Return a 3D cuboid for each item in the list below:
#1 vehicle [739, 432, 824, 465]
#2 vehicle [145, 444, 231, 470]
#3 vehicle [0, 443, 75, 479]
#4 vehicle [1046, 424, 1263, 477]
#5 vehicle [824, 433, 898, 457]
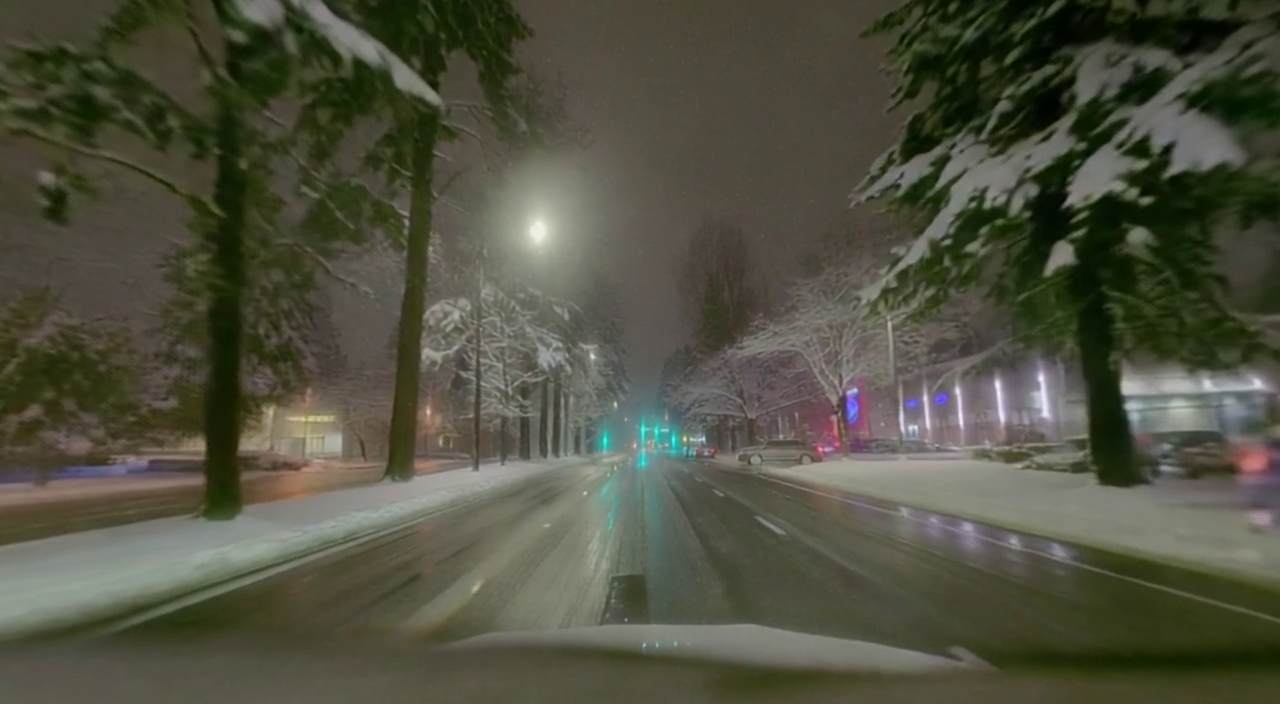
[{"bbox_3d":[9.582,6.568,42.716,5.329,2.114,2.325,-3,-9,19],"label":"vehicle"},{"bbox_3d":[-32.250,7.468,45.035,4.557,1.773,2.018,0,-9,1],"label":"vehicle"},{"bbox_3d":[-31.765,5.394,31.379,4.868,1.673,2.341,0,-8,-2],"label":"vehicle"},{"bbox_3d":[17.286,3.337,21.412,5.283,1.646,2.435,0,-8,-3],"label":"vehicle"},{"bbox_3d":[17.082,7.235,48.954,4.897,1.739,2.259,-1,-8,2],"label":"vehicle"}]
